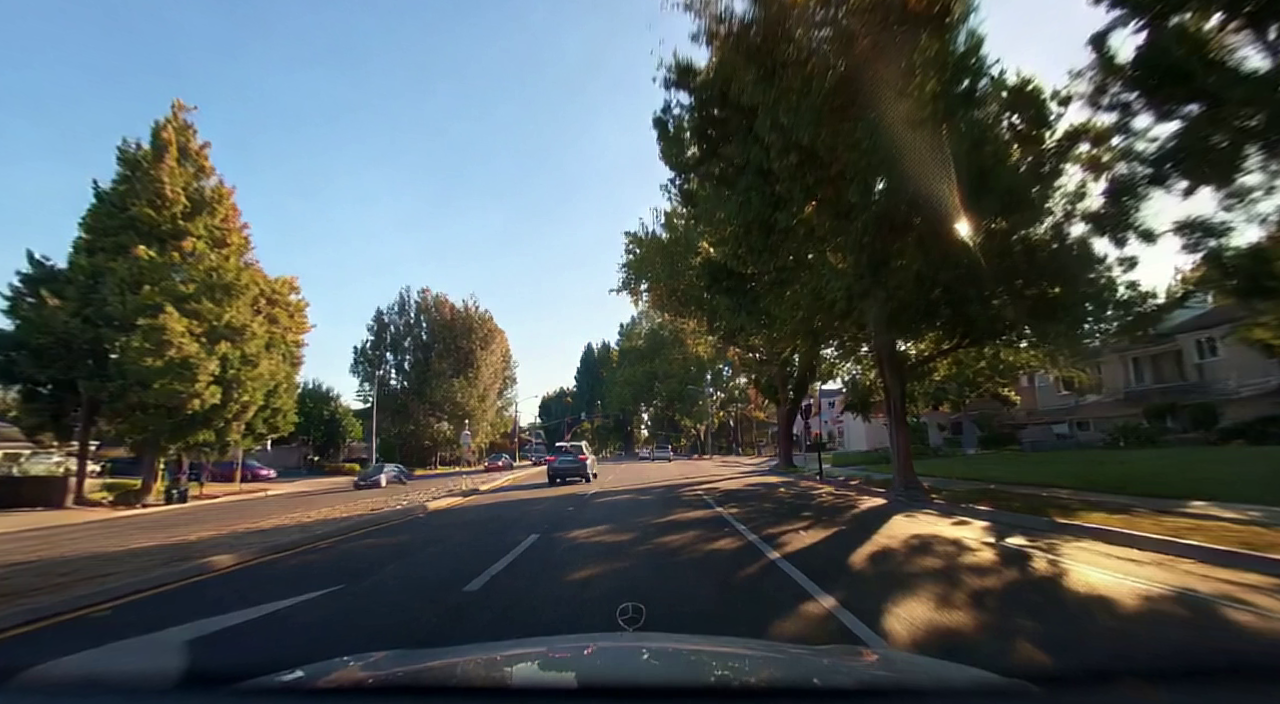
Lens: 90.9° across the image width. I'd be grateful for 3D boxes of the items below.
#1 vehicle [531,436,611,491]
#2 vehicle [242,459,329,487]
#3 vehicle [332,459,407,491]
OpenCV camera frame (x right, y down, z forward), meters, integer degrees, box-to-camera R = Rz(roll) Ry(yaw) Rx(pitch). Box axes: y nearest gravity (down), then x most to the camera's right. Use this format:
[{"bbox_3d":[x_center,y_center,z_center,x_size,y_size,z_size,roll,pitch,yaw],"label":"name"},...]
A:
[{"bbox_3d":[-2.465,4.185,24.055,2.459,1.825,5.380,0,-8,0],"label":"vehicle"},{"bbox_3d":[-24.599,8.414,43.865,4.824,1.766,1.967,0,-9,4],"label":"vehicle"},{"bbox_3d":[-14.761,6.727,34.760,1.981,1.503,4.796,0,-9,0],"label":"vehicle"}]
